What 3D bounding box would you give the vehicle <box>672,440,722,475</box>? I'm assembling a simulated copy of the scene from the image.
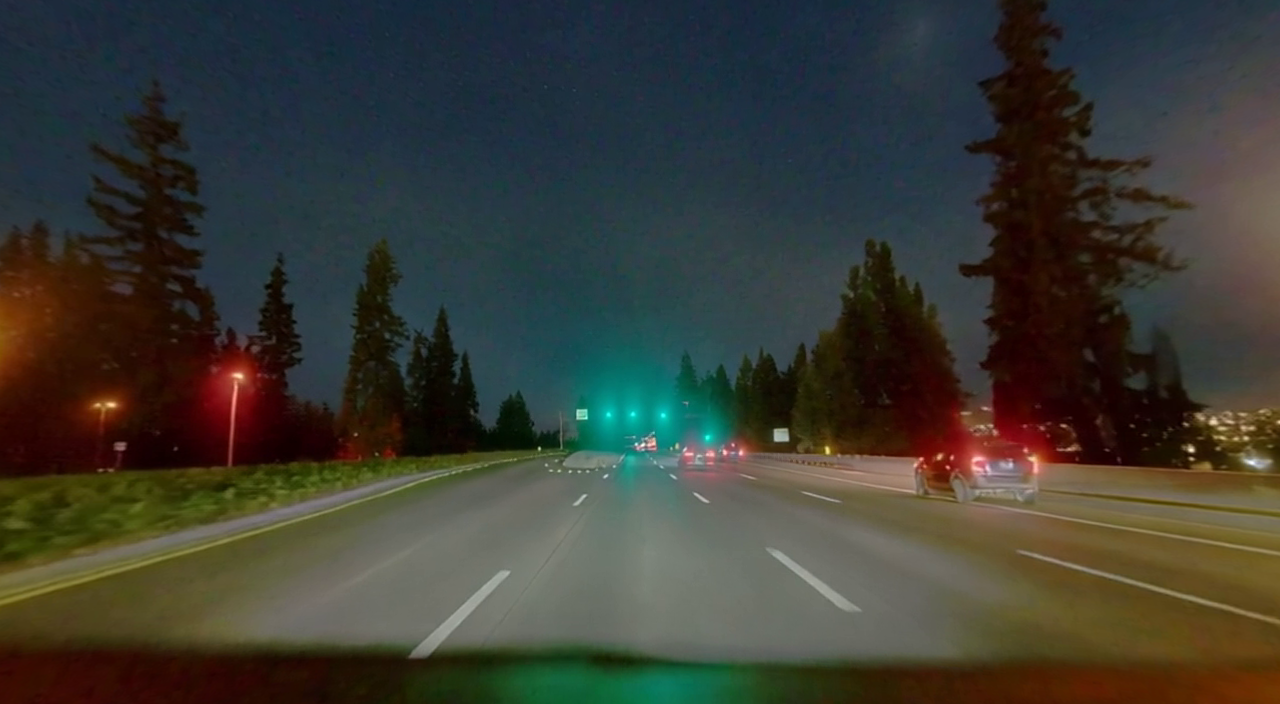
[{"bbox_3d":[2.887,5.444,32.746,2.066,1.683,4.675,0,-9,-1],"label":"vehicle"}]
